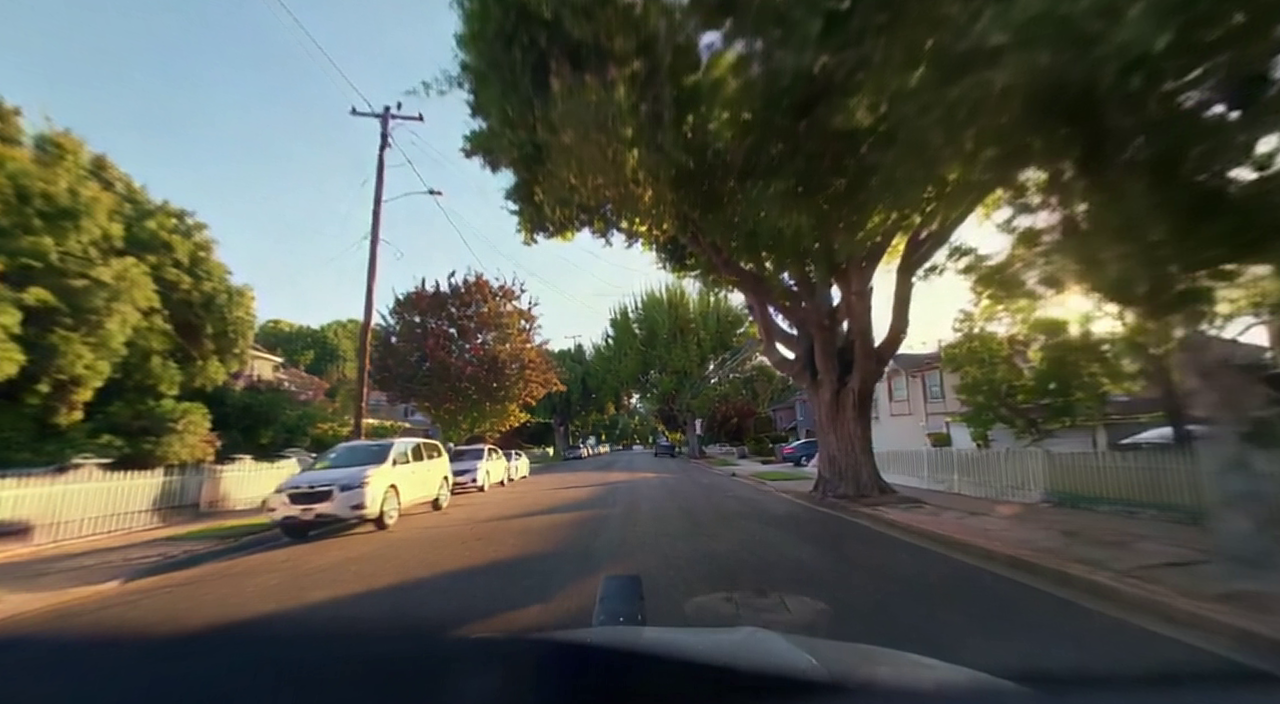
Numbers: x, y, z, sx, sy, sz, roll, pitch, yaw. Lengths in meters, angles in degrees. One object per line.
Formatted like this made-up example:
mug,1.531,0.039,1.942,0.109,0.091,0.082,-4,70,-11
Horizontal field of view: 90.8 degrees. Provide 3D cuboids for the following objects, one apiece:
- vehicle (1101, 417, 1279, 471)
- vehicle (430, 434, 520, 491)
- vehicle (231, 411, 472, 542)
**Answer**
vehicle,17.770,2.933,20.169,4.372,1.490,2.032,-2,-9,1
vehicle,-6.005,4.034,23.685,2.015,1.766,5.450,-3,-8,-2
vehicle,-5.605,2.471,13.472,2.411,1.979,5.915,-4,-8,0
